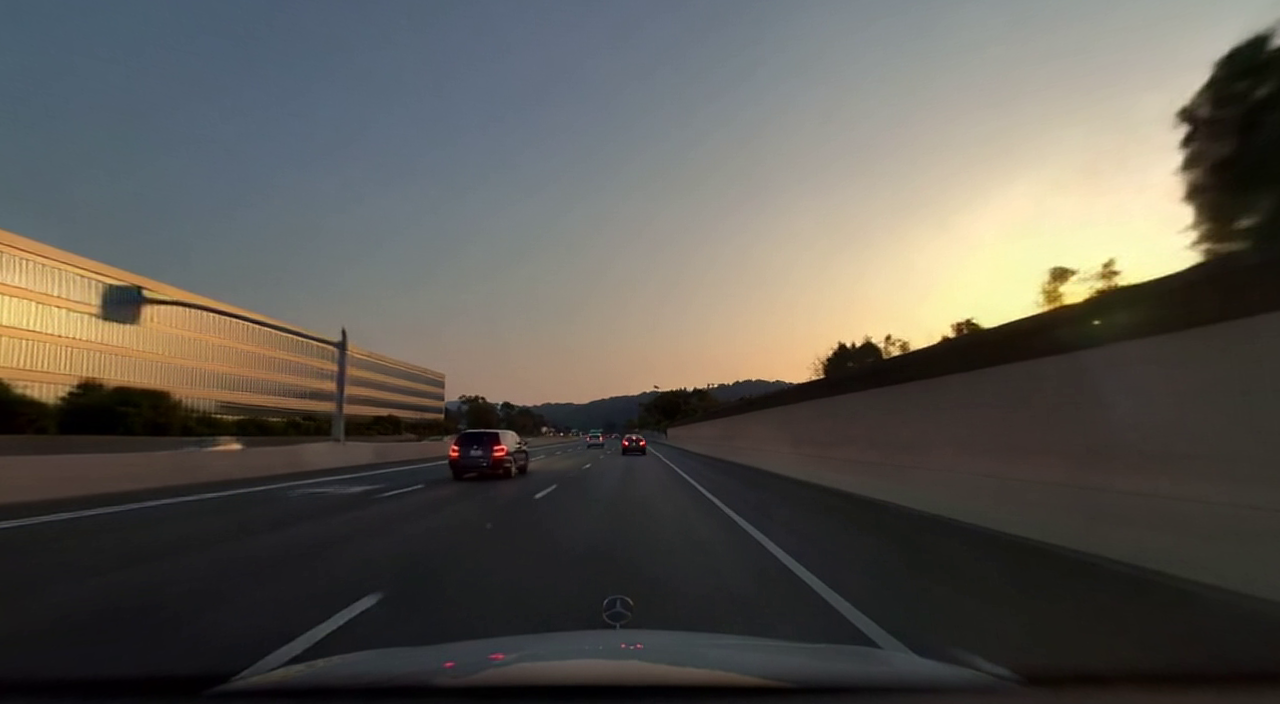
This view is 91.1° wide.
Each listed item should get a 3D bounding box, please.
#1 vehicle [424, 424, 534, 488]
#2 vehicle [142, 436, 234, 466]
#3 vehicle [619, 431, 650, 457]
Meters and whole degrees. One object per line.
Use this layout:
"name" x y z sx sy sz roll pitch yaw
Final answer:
"vehicle" -4.495 2.962 18.332 2.036 1.612 4.510 0 -8 -1
"vehicle" -24.810 5.410 34.705 1.896 1.505 4.243 -1 -8 1
"vehicle" -0.380 6.213 42.537 2.036 1.637 4.009 0 -8 -1
